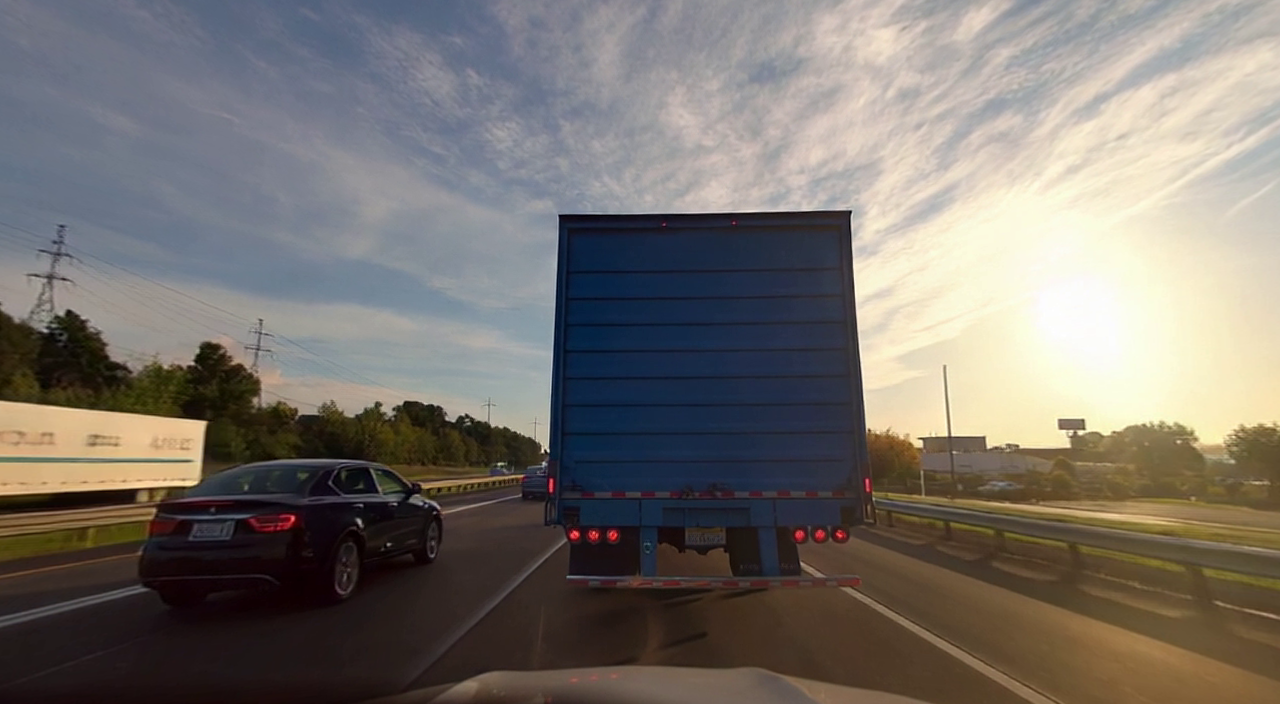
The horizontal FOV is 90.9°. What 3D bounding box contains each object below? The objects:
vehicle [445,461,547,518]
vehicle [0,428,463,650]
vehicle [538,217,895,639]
[{"bbox_3d":[-4.189,4.103,19.102,1.891,1.469,4.431,0,-11,2],"label":"vehicle"},{"bbox_3d":[-3.781,1.827,7.152,1.983,1.575,4.973,0,-11,1],"label":"vehicle"},{"bbox_3d":[0.737,1.324,9.602,2.831,3.529,8.689,0,-11,2],"label":"vehicle"}]
